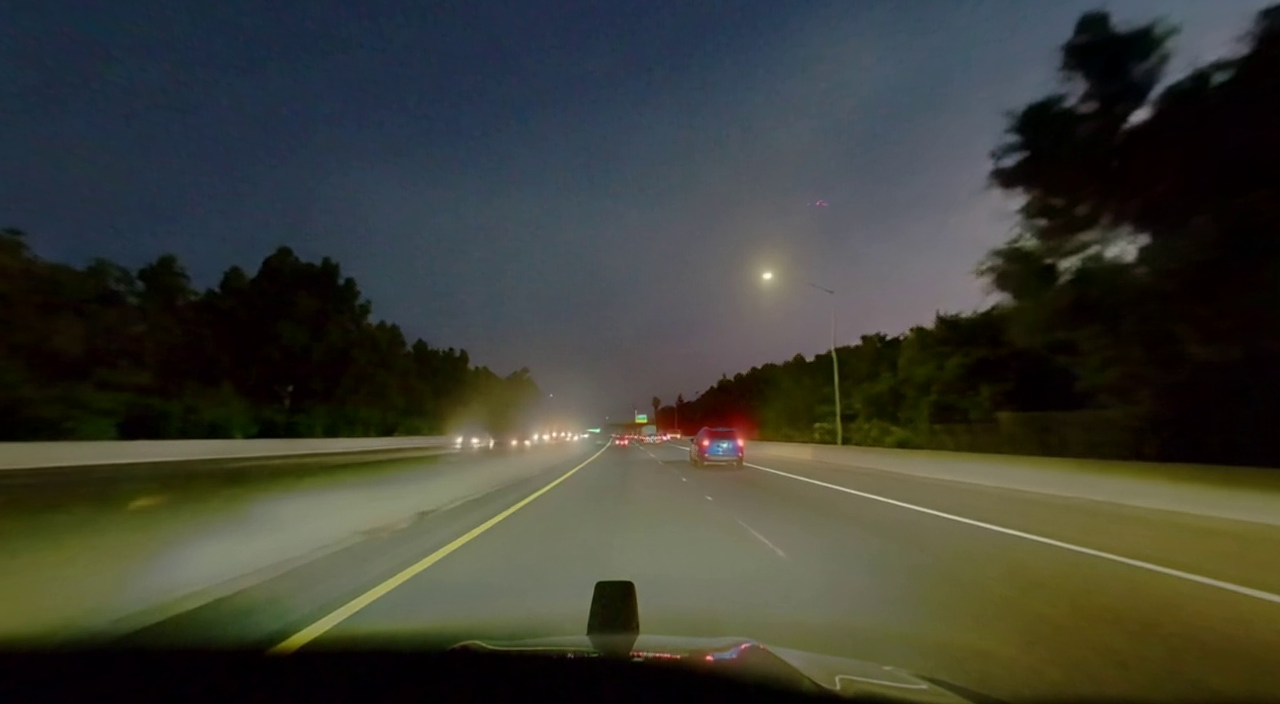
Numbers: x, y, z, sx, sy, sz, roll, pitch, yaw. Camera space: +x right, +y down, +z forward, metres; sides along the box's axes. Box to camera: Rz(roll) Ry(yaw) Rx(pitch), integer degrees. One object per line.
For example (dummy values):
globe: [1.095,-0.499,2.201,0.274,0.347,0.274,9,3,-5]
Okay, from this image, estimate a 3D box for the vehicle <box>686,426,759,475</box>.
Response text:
vehicle: [3.047,3.765,24.349,2.085,1.681,4.436,1,-8,-2]
